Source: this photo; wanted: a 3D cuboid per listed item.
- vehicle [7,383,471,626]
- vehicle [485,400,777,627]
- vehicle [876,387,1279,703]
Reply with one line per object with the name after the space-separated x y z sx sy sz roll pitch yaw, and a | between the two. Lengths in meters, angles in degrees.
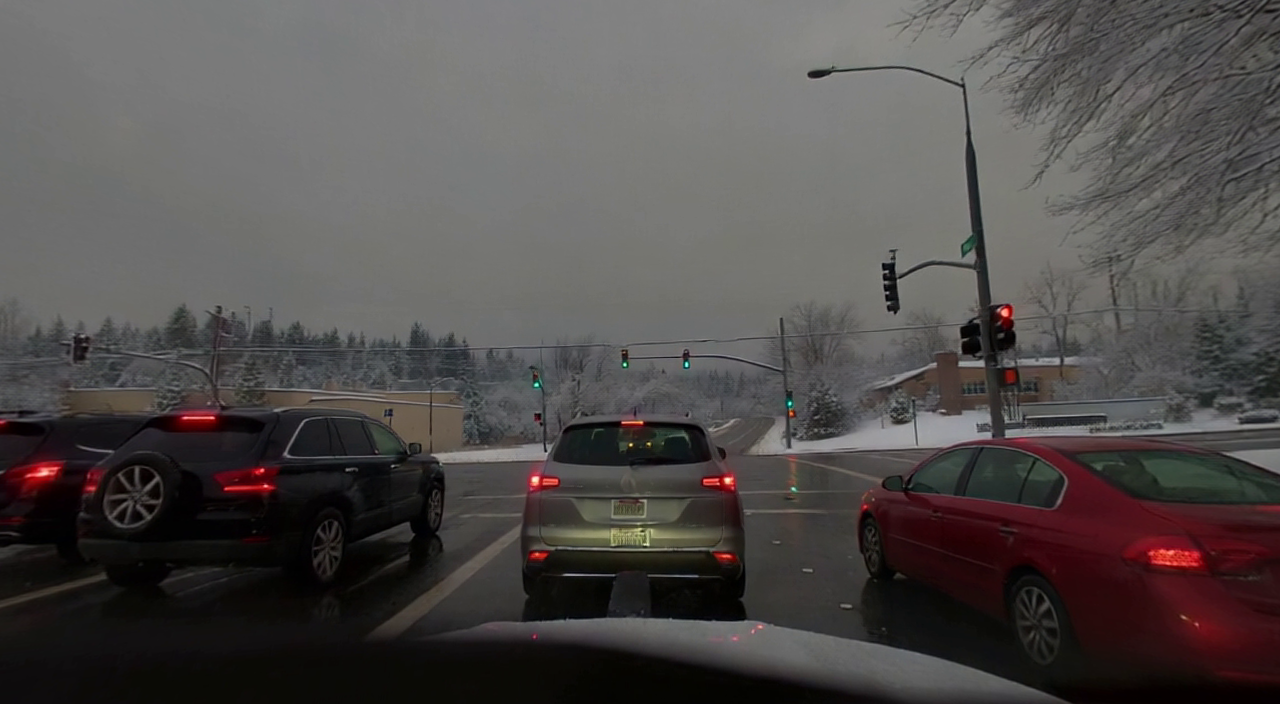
-3.553 1.430 6.855 2.014 1.755 4.360 0 -8 3 | vehicle
-0.045 1.401 6.302 2.047 1.579 3.642 0 -8 1 | vehicle
3.583 1.200 4.605 2.010 1.486 4.498 0 -8 1 | vehicle
